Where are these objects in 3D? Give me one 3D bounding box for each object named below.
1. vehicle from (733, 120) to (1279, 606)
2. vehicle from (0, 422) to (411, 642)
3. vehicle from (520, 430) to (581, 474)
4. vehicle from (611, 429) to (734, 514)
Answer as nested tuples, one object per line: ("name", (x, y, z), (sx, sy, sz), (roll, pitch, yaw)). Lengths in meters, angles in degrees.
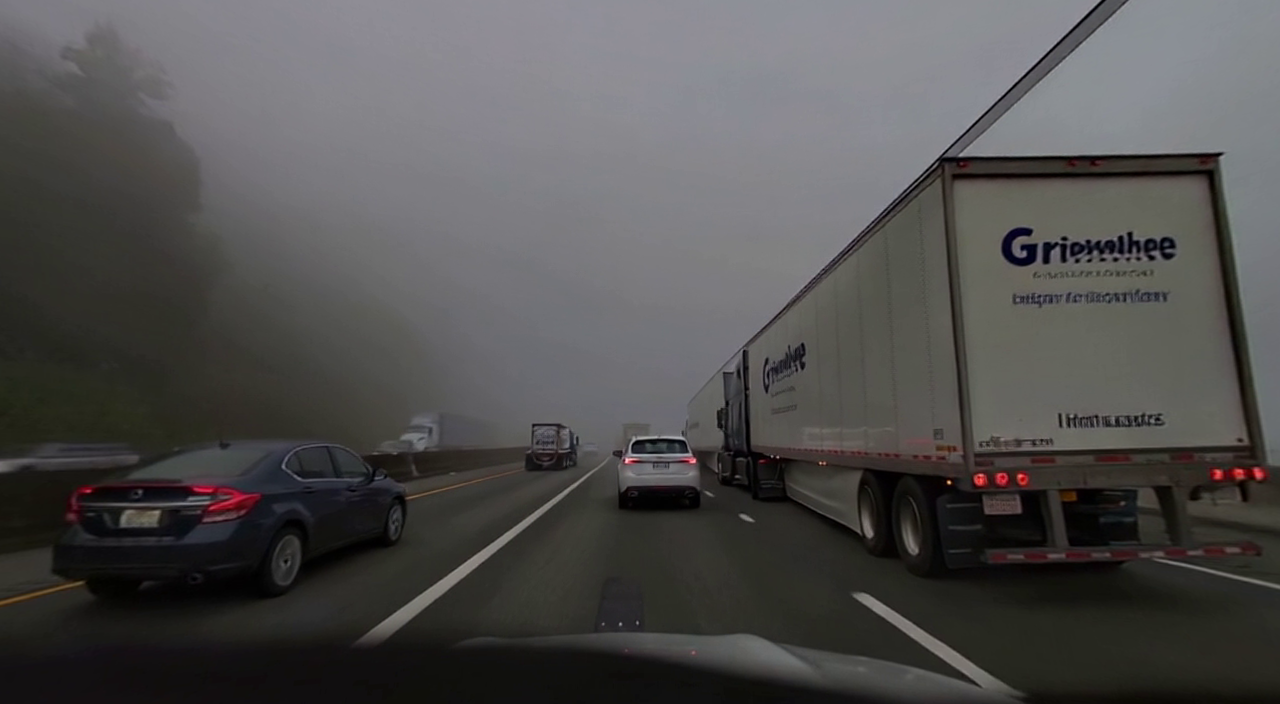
("vehicle", (4.428, 0.955, 12.390), (2.883, 4.070, 14.423), (0, -8, 0))
("vehicle", (-4.373, 1.548, 6.700), (2.100, 1.491, 4.676), (0, -8, 0))
("vehicle", (-3.826, 4.342, 27.708), (2.006, 1.729, 4.447), (0, -8, 0))
("vehicle", (0.498, 2.413, 13.393), (2.200, 1.495, 4.282), (0, -8, -2))
